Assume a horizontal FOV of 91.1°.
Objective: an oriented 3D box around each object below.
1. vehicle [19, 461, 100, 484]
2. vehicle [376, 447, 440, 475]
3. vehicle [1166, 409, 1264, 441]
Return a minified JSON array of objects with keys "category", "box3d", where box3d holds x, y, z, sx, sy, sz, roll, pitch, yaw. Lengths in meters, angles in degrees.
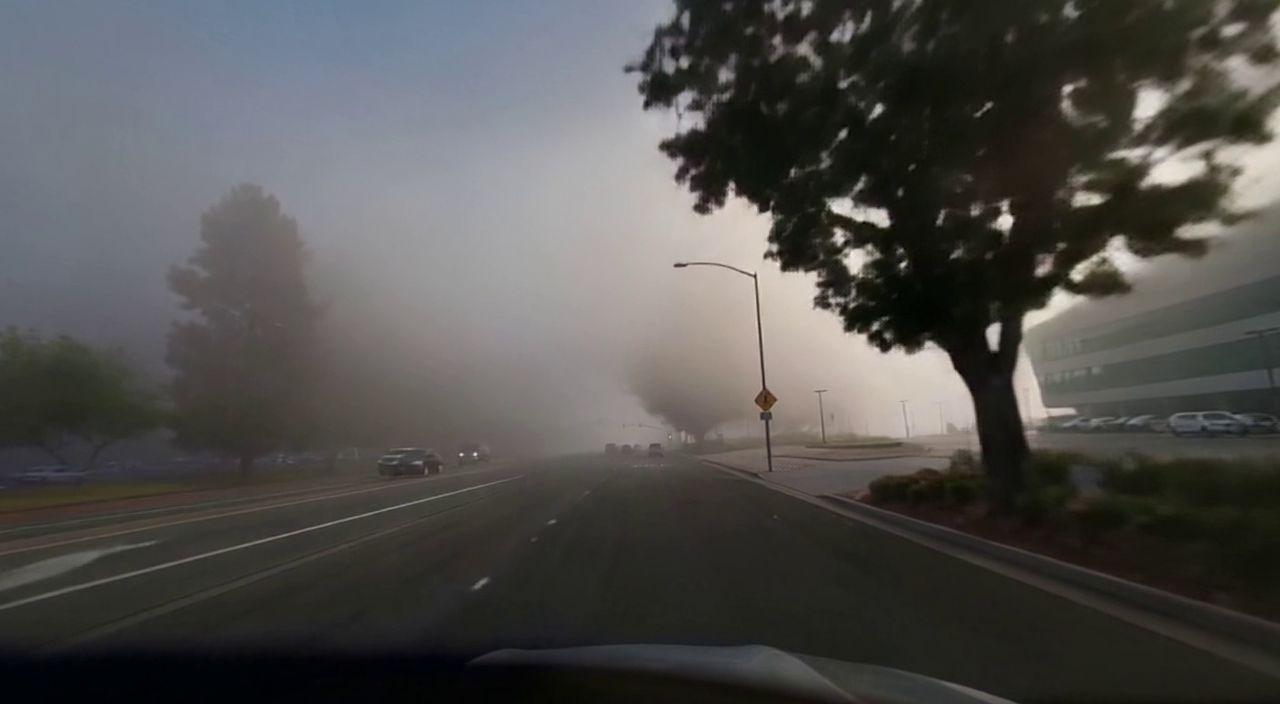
[{"category":"vehicle","box3d":[-41.905,8.690,45.323,4.101,1.465,1.819,0,-8,3]},{"category":"vehicle","box3d":[-13.591,6.397,37.088,1.939,1.548,4.490,0,-8,2]},{"category":"vehicle","box3d":[39.046,5.009,42.819,2.045,2.000,4.878,-1,-8,0]}]
